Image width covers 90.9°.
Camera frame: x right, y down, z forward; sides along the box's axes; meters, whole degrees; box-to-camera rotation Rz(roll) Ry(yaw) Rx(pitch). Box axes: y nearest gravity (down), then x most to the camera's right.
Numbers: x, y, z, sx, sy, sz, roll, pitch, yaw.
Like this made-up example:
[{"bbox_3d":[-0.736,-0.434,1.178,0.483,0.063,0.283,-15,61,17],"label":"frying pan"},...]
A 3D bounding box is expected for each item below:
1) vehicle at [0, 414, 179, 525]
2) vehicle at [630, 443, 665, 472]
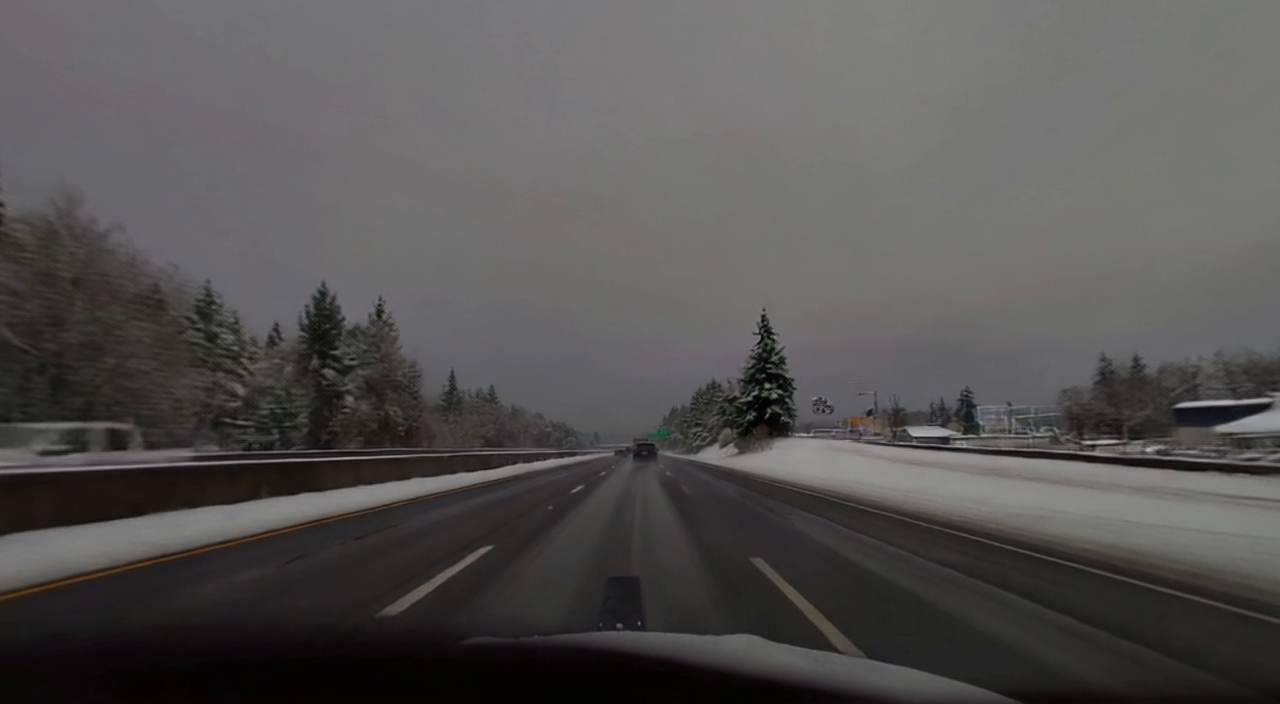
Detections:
[{"bbox_3d":[-12.445,2.398,13.142,2.102,1.955,4.656,0,-9,0],"label":"vehicle"},{"bbox_3d":[0.477,6.622,39.784,2.087,1.682,4.388,0,-9,0],"label":"vehicle"}]
